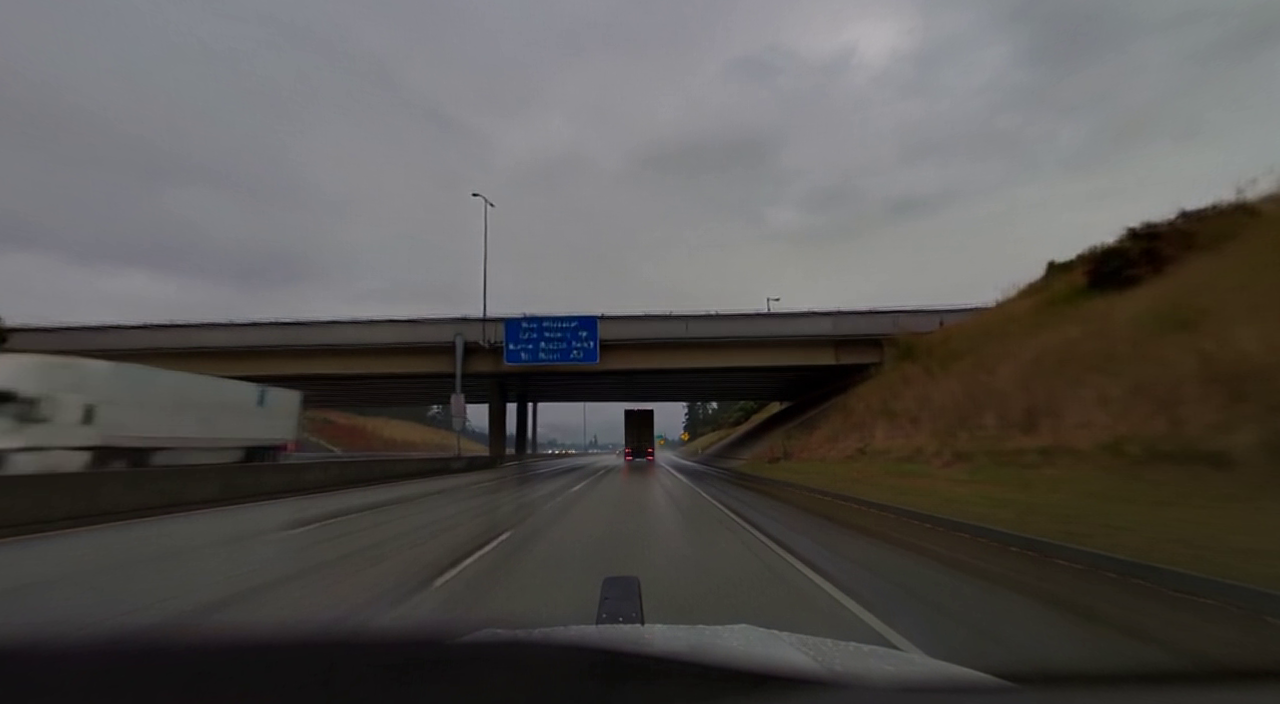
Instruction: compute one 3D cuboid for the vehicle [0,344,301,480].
[{"bbox_3d":[-18.958,2.802,25.132,2.997,3.896,14.226,0,-9,0],"label":"vehicle"}]
